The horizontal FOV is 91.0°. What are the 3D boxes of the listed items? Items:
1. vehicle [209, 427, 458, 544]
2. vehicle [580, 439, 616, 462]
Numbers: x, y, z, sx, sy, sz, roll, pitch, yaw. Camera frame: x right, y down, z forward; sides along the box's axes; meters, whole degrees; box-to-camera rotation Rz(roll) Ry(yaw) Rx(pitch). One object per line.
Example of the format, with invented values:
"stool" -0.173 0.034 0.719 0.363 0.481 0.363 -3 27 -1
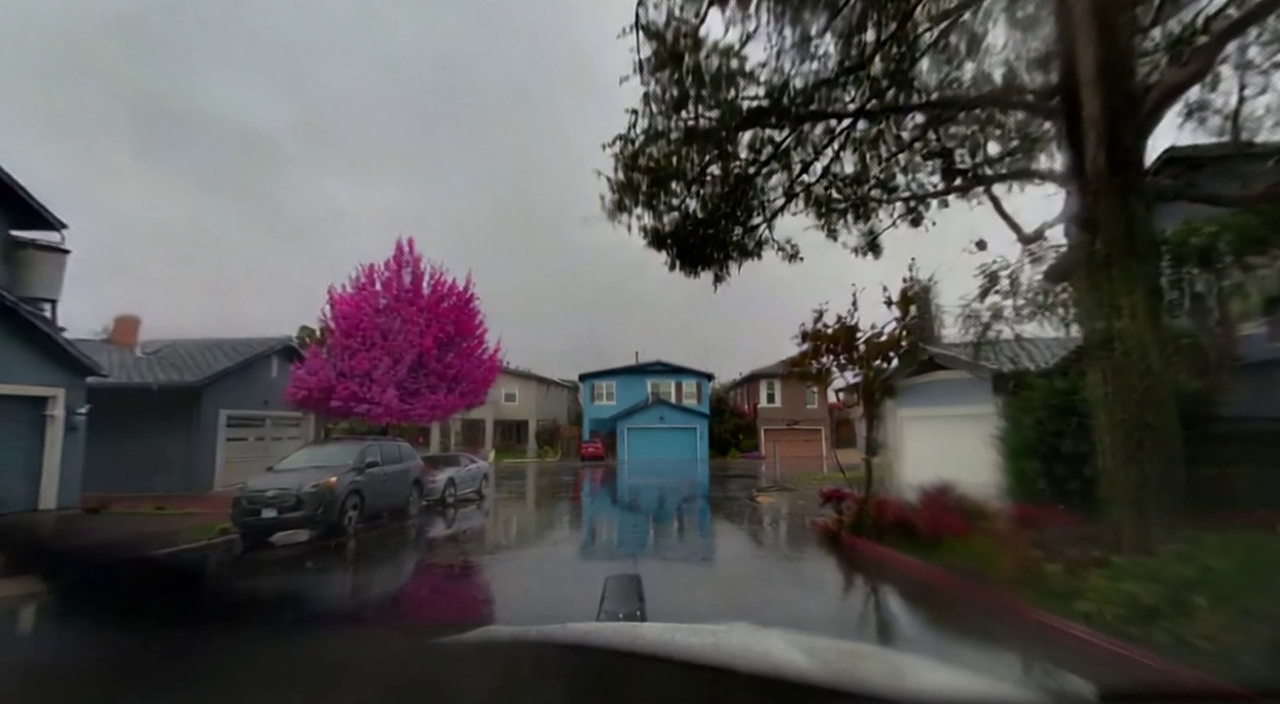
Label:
"vehicle" -5.467 2.427 12.183 2.139 1.783 4.717 -1 -9 5
"vehicle" -2.892 6.975 44.629 1.968 1.491 4.486 -1 -9 4
